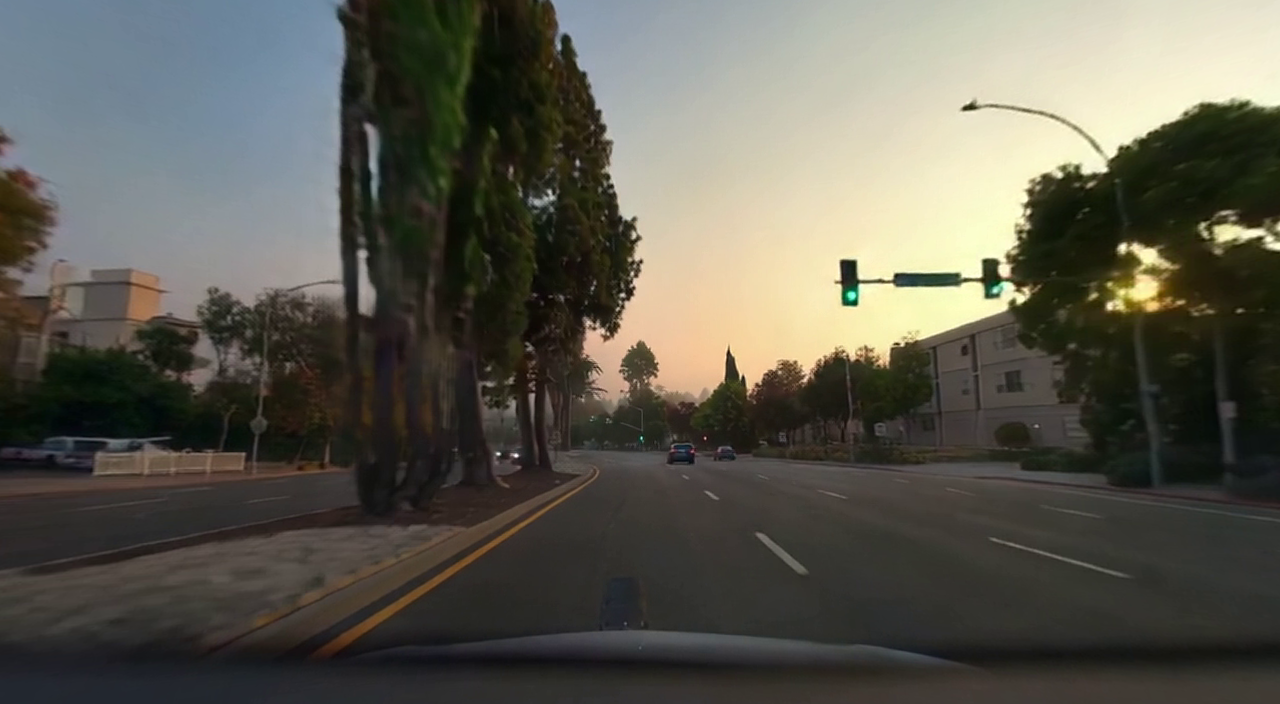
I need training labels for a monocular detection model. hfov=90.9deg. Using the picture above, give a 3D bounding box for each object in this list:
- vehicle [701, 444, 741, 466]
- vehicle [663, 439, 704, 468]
[{"bbox_3d":[5.938,7.625,46.665,1.969,1.522,4.609,1,-8,-5],"label":"vehicle"},{"bbox_3d":[2.813,6.730,42.028,2.046,1.818,4.603,1,-8,-5],"label":"vehicle"}]
